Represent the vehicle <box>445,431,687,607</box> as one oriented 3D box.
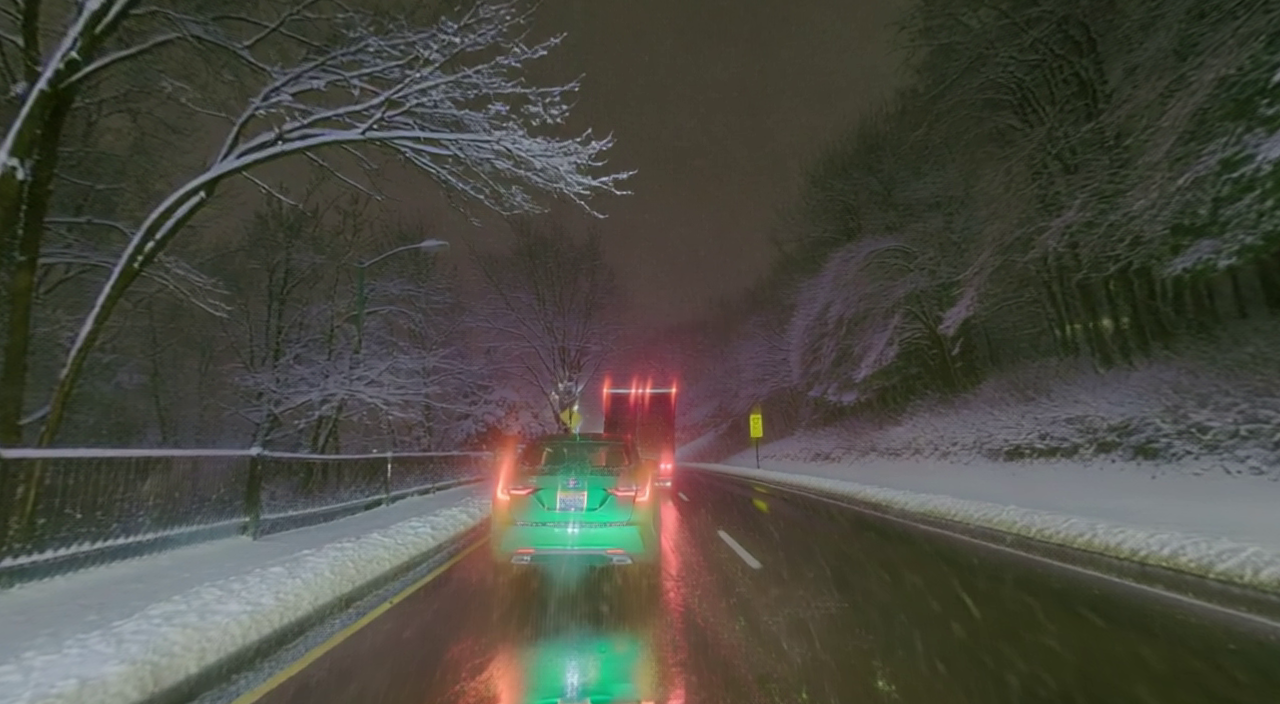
[{"bbox_3d":[-0.626,1.749,7.514,2.076,1.490,4.078,0,-9,0],"label":"vehicle"}]
